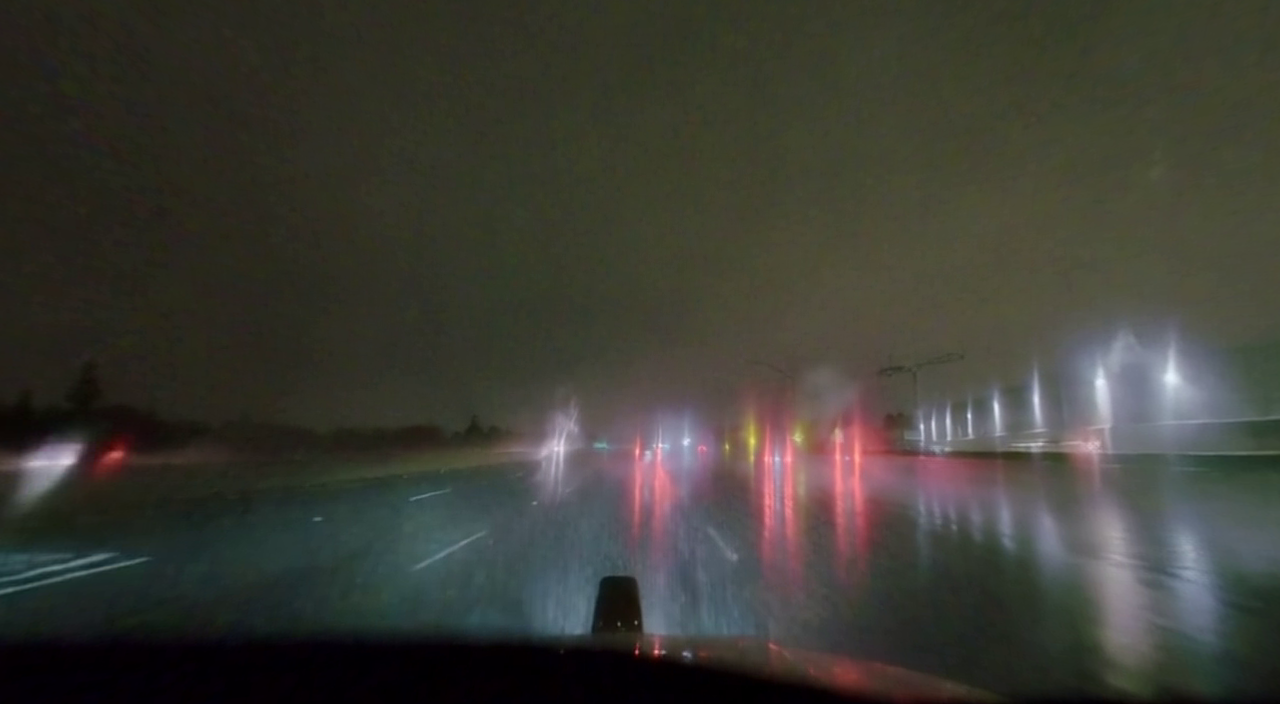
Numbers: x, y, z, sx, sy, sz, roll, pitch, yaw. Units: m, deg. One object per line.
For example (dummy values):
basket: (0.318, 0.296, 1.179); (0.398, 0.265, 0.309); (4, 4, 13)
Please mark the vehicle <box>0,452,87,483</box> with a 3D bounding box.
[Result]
vehicle: (-32.454, 6.103, 33.719); (1.798, 1.470, 4.400); (-1, -9, 2)
